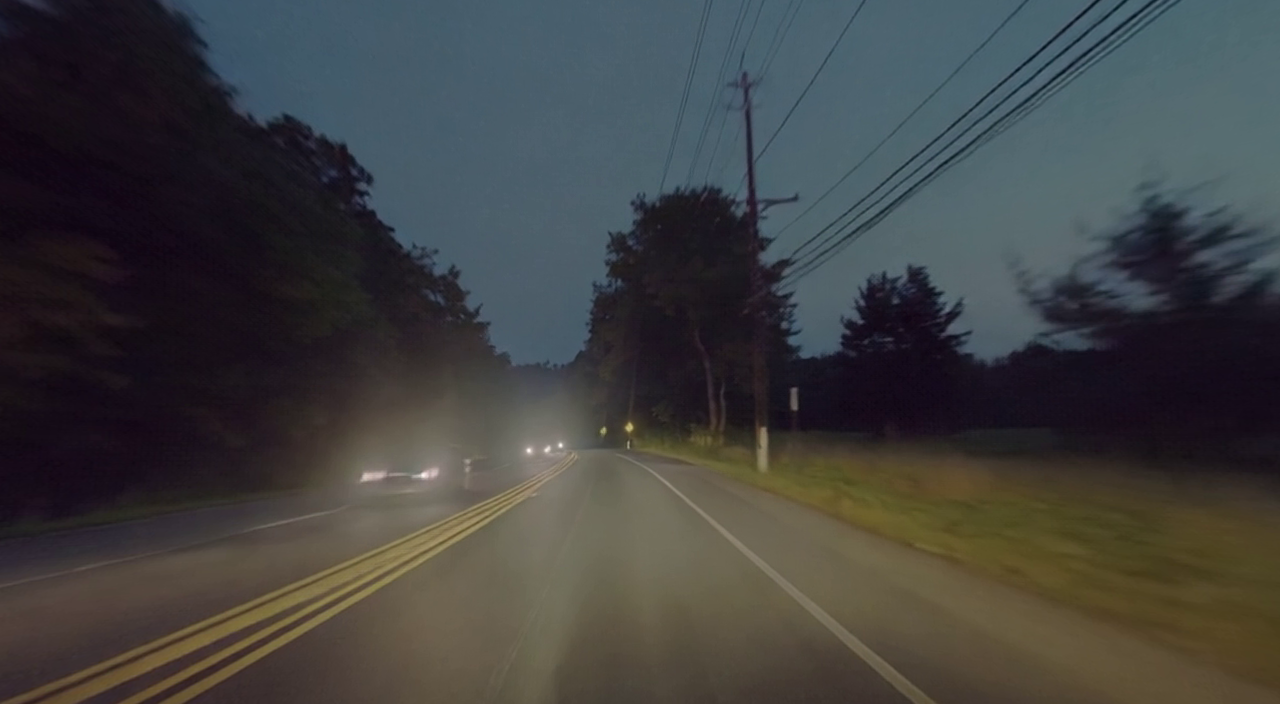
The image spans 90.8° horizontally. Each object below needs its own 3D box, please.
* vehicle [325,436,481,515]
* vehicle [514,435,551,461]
[{"bbox_3d":[-5.150,2.707,14.438,1.950,1.522,4.180,0,-8,-1],"label":"vehicle"},{"bbox_3d":[-7.435,6.672,44.069,2.143,1.694,4.326,0,-8,-4],"label":"vehicle"}]
